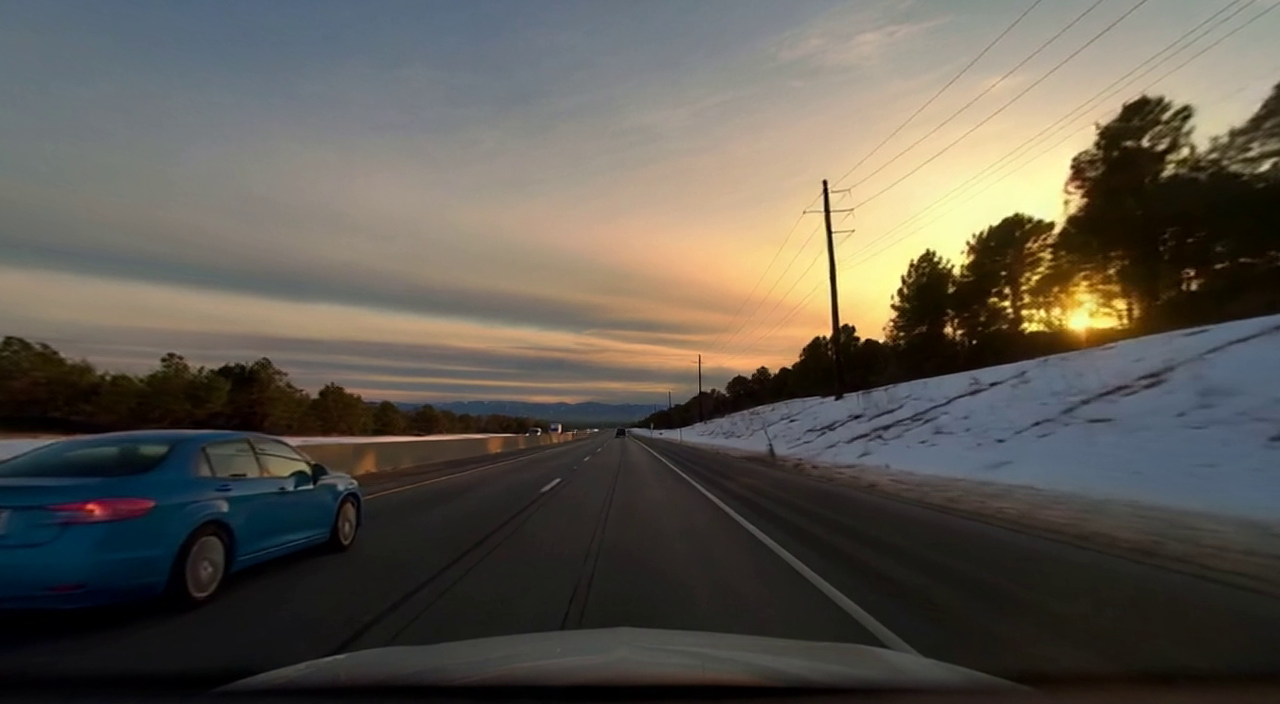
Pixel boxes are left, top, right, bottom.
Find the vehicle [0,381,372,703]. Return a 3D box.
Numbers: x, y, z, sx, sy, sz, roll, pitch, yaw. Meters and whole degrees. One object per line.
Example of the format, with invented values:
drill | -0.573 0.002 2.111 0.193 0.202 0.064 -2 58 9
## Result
vehicle | -3.930 1.164 4.821 1.999 1.536 3.969 0 -8 0
